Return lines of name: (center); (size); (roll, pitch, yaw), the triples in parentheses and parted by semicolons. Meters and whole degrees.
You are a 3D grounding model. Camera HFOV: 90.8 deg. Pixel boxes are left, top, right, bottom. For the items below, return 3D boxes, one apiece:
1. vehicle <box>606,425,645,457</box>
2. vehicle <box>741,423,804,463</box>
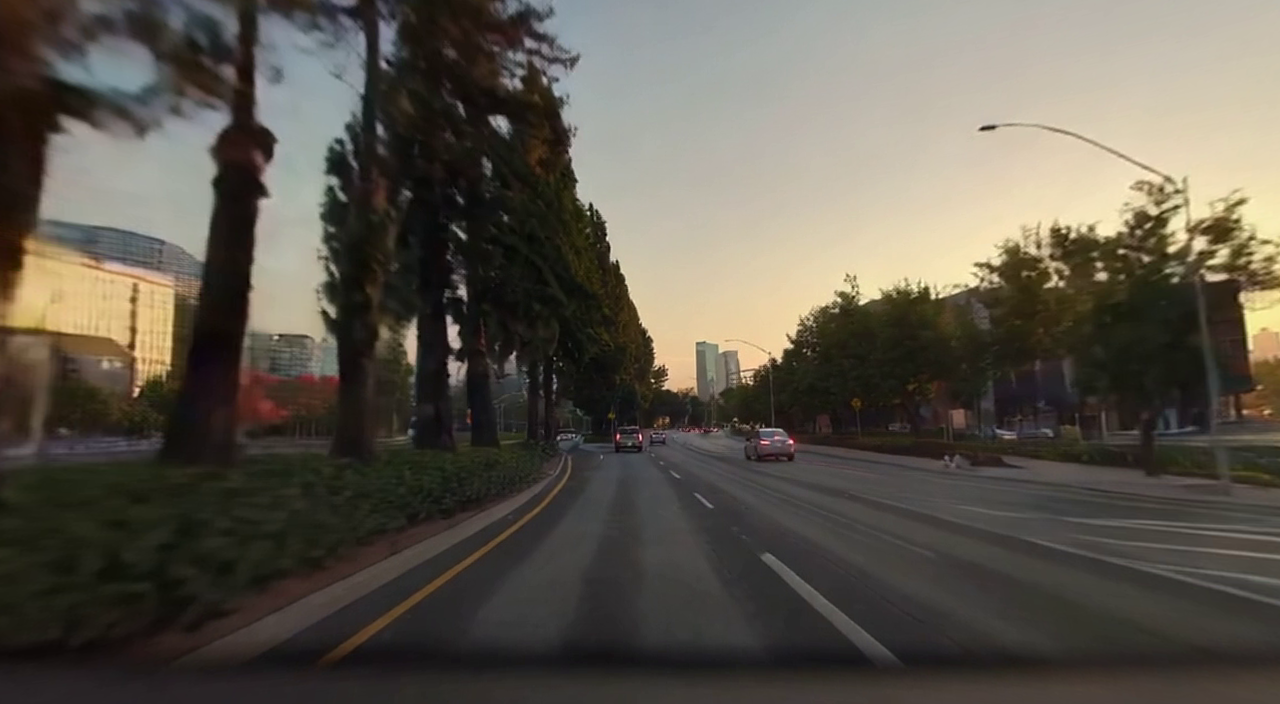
vehicle: (-0.878, 5.312, 37.670); (2.193, 1.794, 4.457); (0, -8, -2)
vehicle: (6.411, 4.493, 31.116); (2.026, 1.804, 4.565); (0, -8, -1)
